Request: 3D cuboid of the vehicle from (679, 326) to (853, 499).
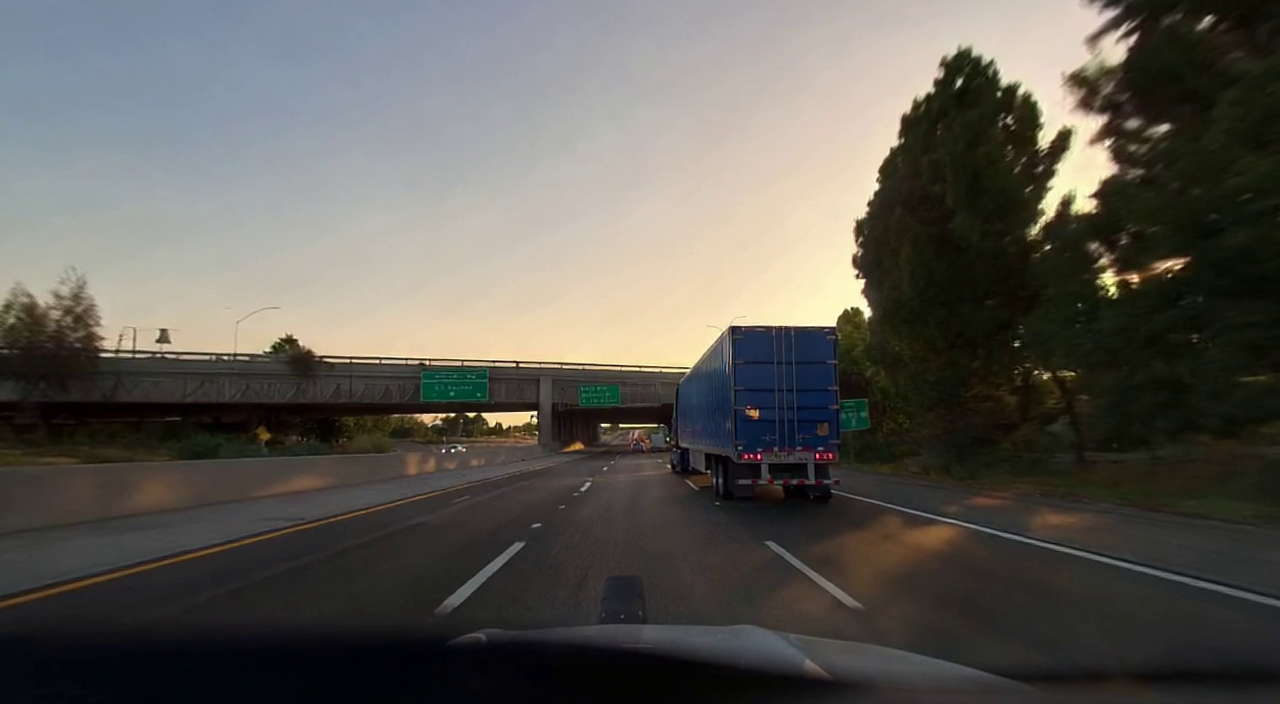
[{"bbox_3d":[3.492,2.666,23.327,2.743,4.160,16.408,0,-9,-1],"label":"vehicle"}]
